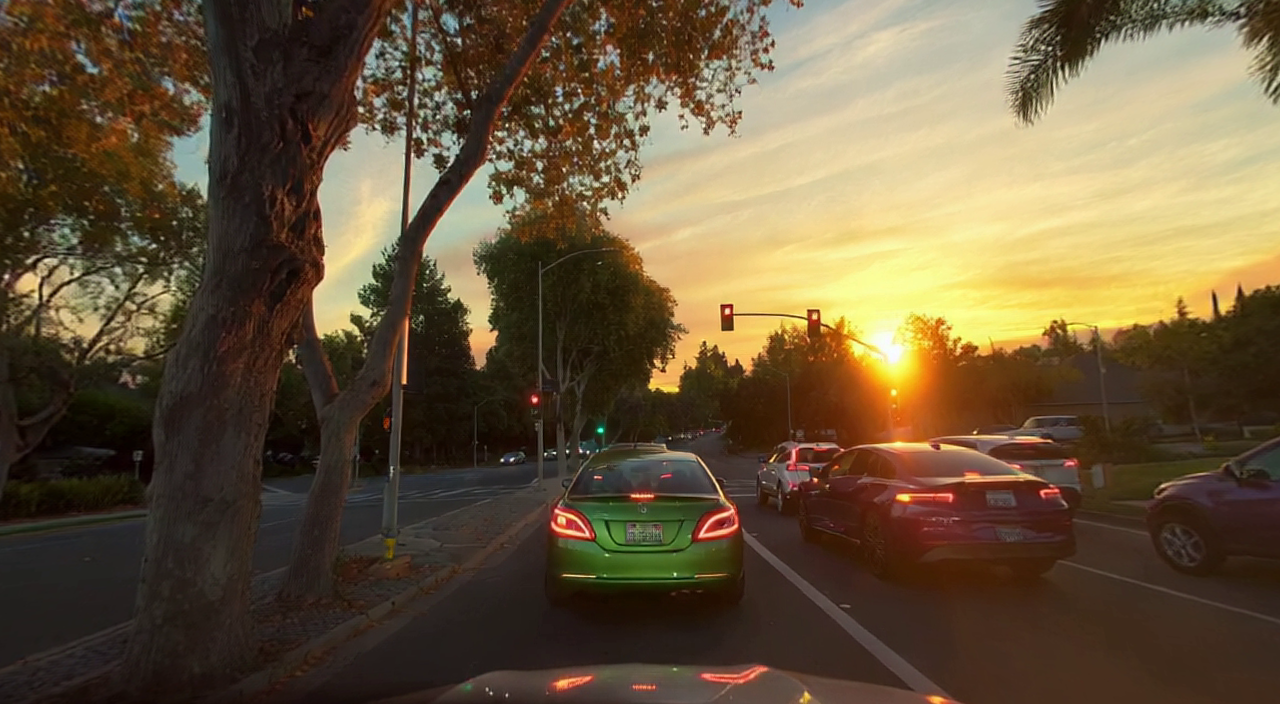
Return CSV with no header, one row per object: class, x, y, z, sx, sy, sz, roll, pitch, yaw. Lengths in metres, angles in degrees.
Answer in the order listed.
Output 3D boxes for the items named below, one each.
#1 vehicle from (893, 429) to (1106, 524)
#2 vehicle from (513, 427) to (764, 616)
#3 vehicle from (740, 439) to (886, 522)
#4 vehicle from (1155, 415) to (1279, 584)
vehicle,7.014,2.461,12.915,1.923,1.611,4.094,0,-9,0
vehicle,0.009,1.683,7.096,2.015,1.502,3.898,0,-9,1
vehicle,3.528,2.716,13.828,1.934,1.494,4.446,0,-9,0
vehicle,6.932,1.336,5.588,1.783,1.572,3.421,0,-9,1
